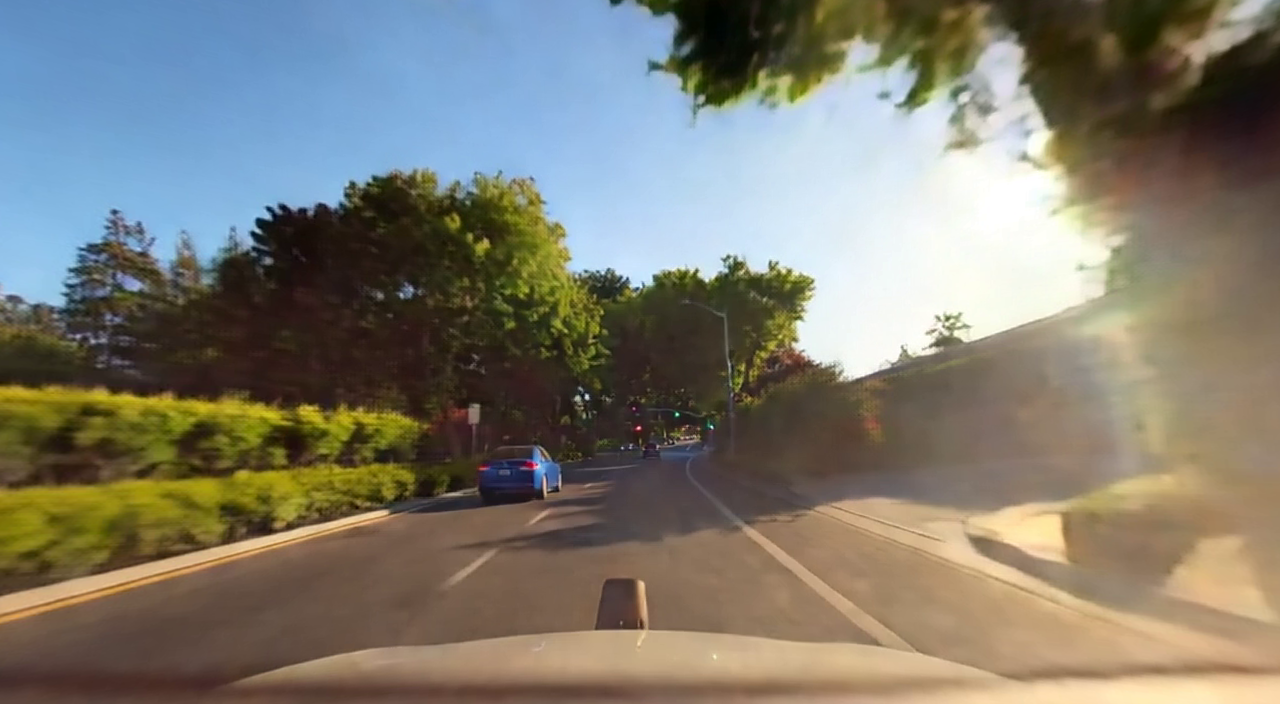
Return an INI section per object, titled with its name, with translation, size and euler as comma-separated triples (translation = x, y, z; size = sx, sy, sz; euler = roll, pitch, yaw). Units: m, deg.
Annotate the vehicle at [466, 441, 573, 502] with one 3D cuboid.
[vehicle]
translation = -3.283, 3.368, 18.230
size = 2.038, 1.486, 4.678
euler = -1, -9, 2
